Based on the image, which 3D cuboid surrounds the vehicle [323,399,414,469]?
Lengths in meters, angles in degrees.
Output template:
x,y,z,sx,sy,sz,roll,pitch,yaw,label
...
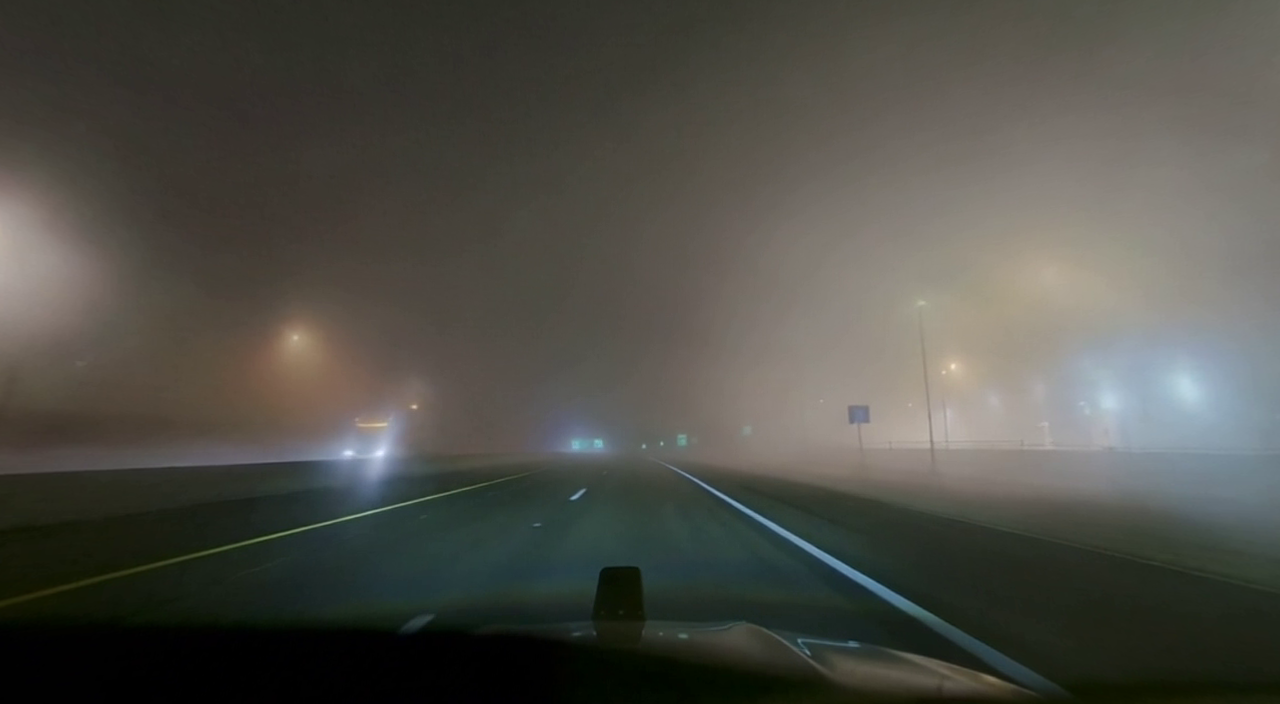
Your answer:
x,y,z,sx,sy,sz,roll,pitch,yaw,label
-16.517,5.130,38.886,3.025,3.932,5.813,0,-9,-1,vehicle
